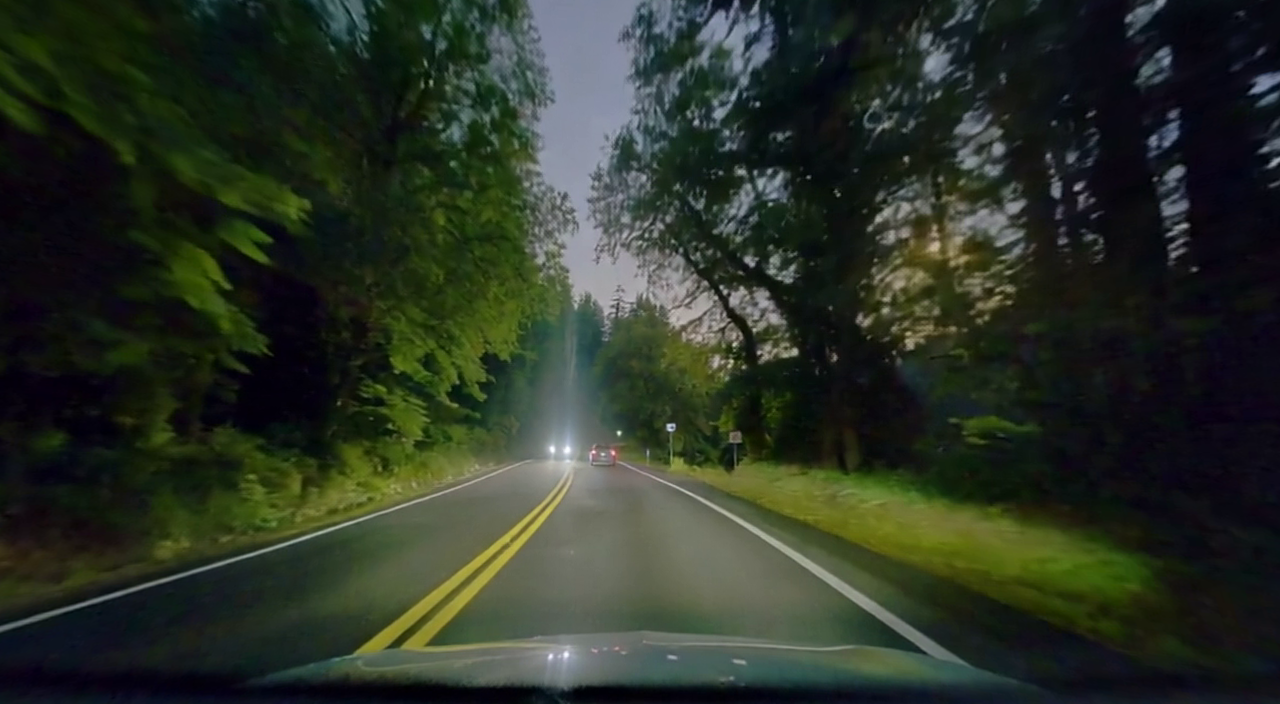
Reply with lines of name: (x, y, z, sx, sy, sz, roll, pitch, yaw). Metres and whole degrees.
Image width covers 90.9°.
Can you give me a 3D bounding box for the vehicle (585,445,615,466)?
vehicle: (-3.103, 7.831, 47.762, 2.120, 1.491, 4.349, 0, -9, -5)
